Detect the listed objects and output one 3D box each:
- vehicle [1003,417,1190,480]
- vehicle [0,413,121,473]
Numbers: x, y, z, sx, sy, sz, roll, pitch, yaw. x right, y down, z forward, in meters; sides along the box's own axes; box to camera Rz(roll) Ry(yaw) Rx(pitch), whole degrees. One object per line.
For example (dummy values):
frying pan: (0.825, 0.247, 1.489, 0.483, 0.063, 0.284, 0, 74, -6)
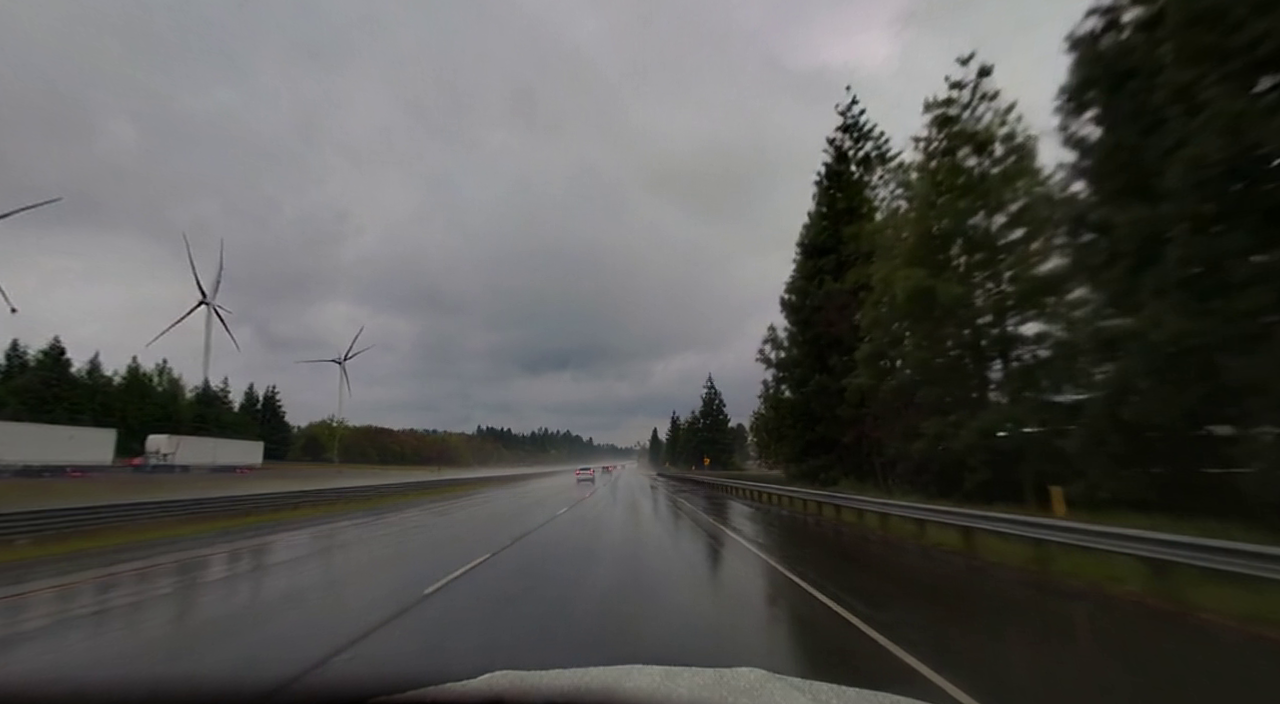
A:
vehicle: (34.872, 7.548, 48.620, 11.082, 4.307, 2.970, -9, -14, 42)
vehicle: (-44.127, 5.785, 40.286, 3.225, 3.939, 19.827, -1, -11, 6)
